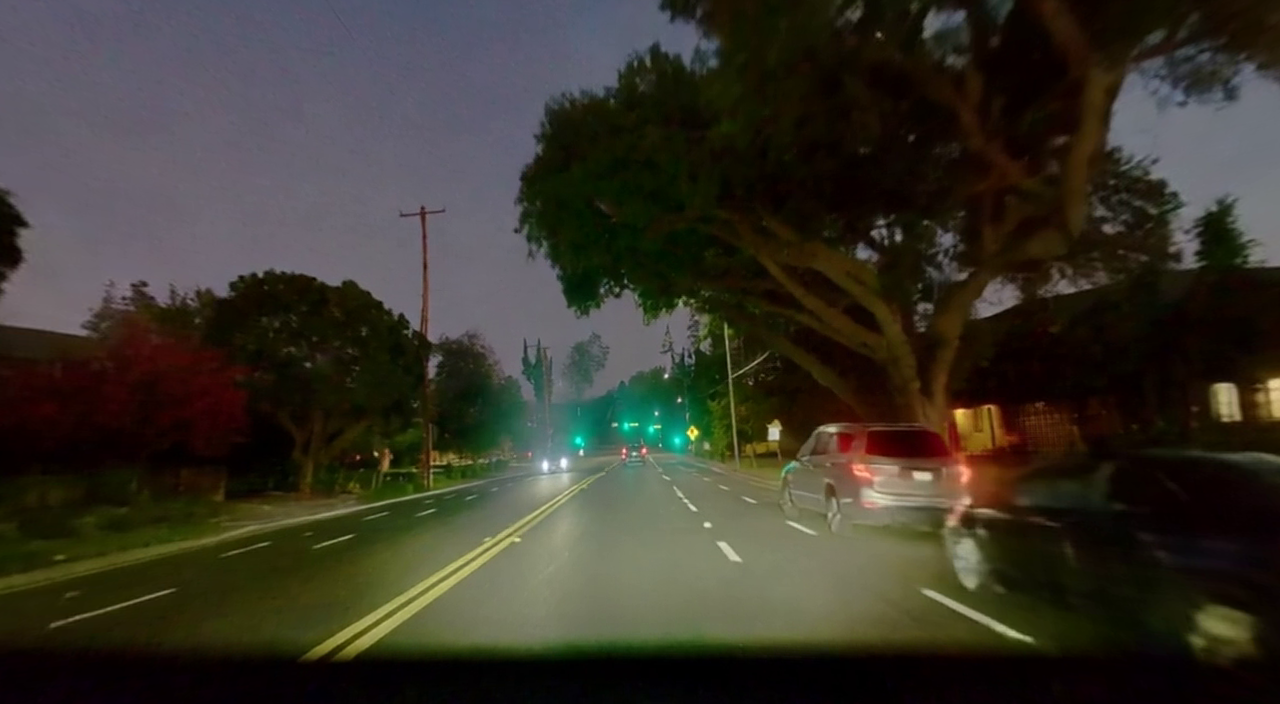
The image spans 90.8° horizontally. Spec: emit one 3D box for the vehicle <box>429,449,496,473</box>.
[{"bbox_3d":[-13.920,8.549,49.731,4.607,1.772,2.261,0,-9,-1],"label":"vehicle"}]

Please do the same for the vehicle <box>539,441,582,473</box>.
[{"bbox_3d":[-4.986,6.660,40.348,2.059,1.840,5.317,0,-9,0],"label":"vehicle"}]

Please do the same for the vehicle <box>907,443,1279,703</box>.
[{"bbox_3d":[3.926,1.386,4.616,1.874,1.415,4.683,0,-9,0],"label":"vehicle"}]

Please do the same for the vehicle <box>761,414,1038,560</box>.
[{"bbox_3d":[3.714,2.043,10.399,2.310,1.784,4.993,0,-9,-2],"label":"vehicle"}]
